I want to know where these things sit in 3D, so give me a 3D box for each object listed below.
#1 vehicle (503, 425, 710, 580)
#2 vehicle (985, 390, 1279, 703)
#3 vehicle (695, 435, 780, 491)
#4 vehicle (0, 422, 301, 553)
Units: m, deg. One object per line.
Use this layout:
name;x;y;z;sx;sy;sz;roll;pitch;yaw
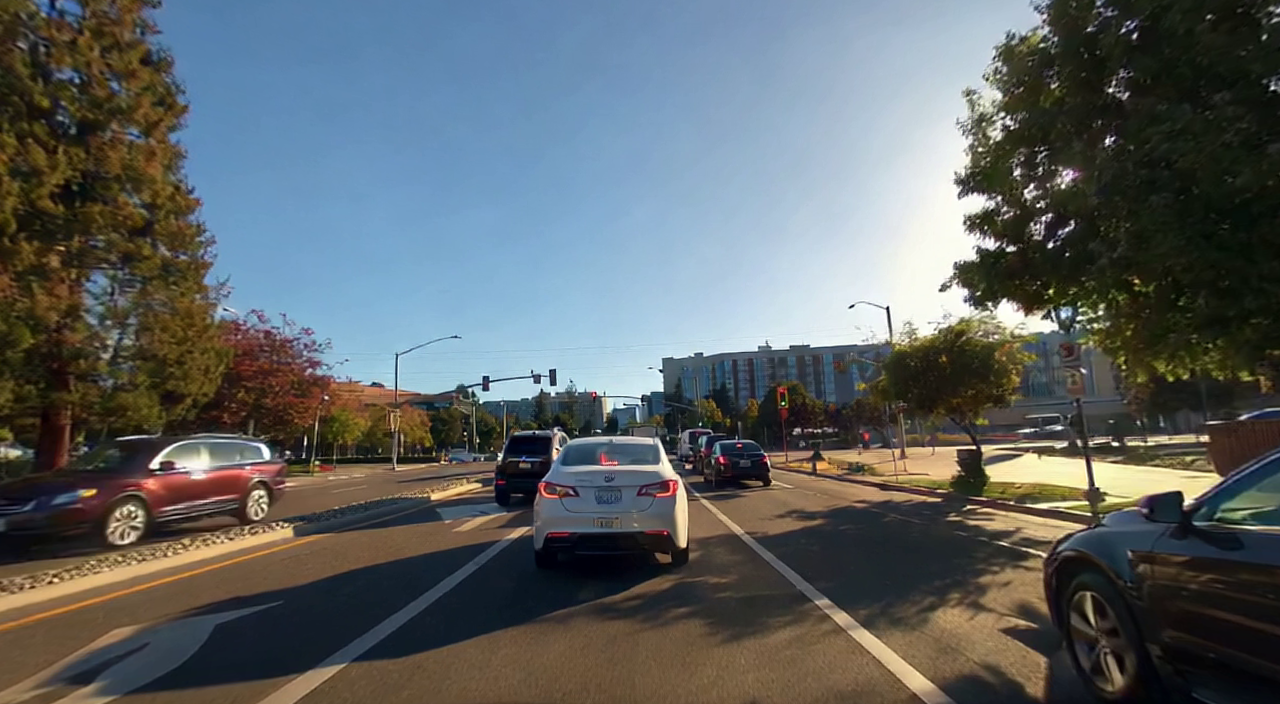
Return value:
vehicle;-0.353;1.745;8.010;2.006;1.487;3.535;0;-9;-1
vehicle;3.137;0.810;1.745;1.910;1.474;4.263;0;-9;-1
vehicle;2.949;3.451;19.929;1.874;1.556;4.116;0;-9;-2
vehicle;-8.481;2.236;11.239;2.047;1.751;5.263;0;-9;-1
